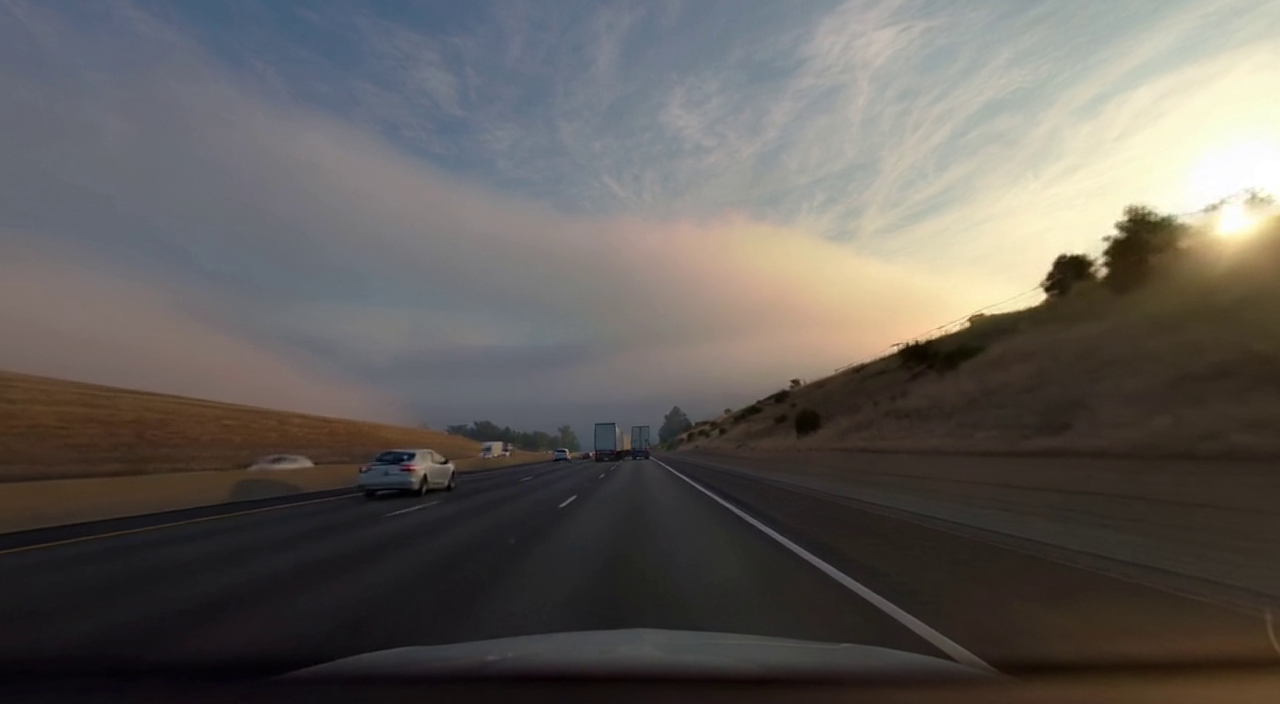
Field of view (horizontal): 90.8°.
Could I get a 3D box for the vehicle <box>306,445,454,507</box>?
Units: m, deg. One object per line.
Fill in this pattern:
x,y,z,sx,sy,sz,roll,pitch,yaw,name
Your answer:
-7.008,3.377,17.746,2.036,1.474,5.011,0,-9,0,vehicle

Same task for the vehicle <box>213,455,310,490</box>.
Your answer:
-17.445,5.553,29.345,1.830,1.441,4.274,0,-9,0,vehicle
